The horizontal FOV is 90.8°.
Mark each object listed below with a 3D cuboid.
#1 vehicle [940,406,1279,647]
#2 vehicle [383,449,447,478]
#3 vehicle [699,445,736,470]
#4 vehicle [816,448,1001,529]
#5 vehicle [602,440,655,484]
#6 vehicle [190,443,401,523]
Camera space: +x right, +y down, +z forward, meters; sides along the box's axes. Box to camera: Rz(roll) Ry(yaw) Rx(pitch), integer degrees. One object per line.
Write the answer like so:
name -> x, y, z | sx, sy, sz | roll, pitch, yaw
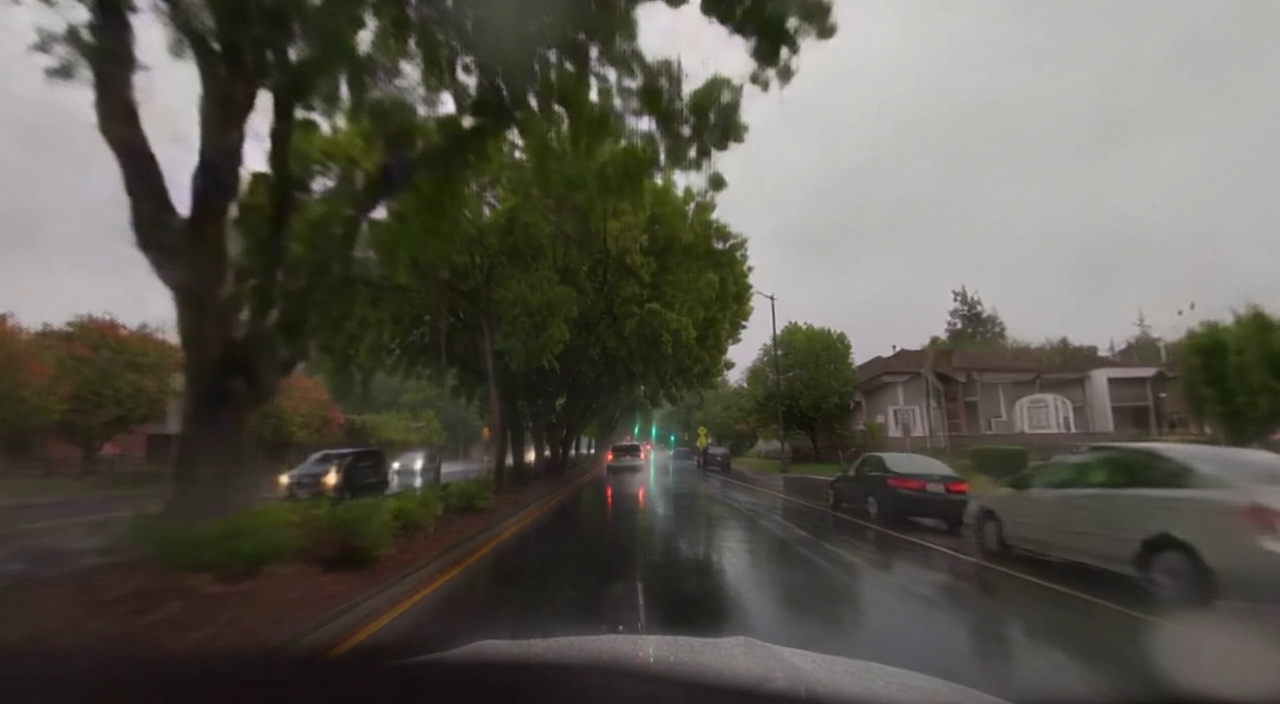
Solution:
vehicle -> 5.596, 1.654, 7.180 | 1.943, 1.778, 4.778 | 0, -8, -1
vehicle -> -12.404, 6.152, 35.109 | 1.890, 1.473, 4.419 | 0, -8, 0
vehicle -> 5.588, 7.633, 45.859 | 1.970, 1.696, 4.405 | 0, -9, -2
vehicle -> 5.671, 2.905, 14.157 | 1.978, 1.485, 4.603 | 0, -8, -2
vehicle -> -0.474, 4.598, 26.808 | 2.070, 1.698, 3.925 | 0, -8, -1
vehicle -> -7.408, 2.825, 14.355 | 2.105, 1.474, 4.808 | 0, -8, 0
